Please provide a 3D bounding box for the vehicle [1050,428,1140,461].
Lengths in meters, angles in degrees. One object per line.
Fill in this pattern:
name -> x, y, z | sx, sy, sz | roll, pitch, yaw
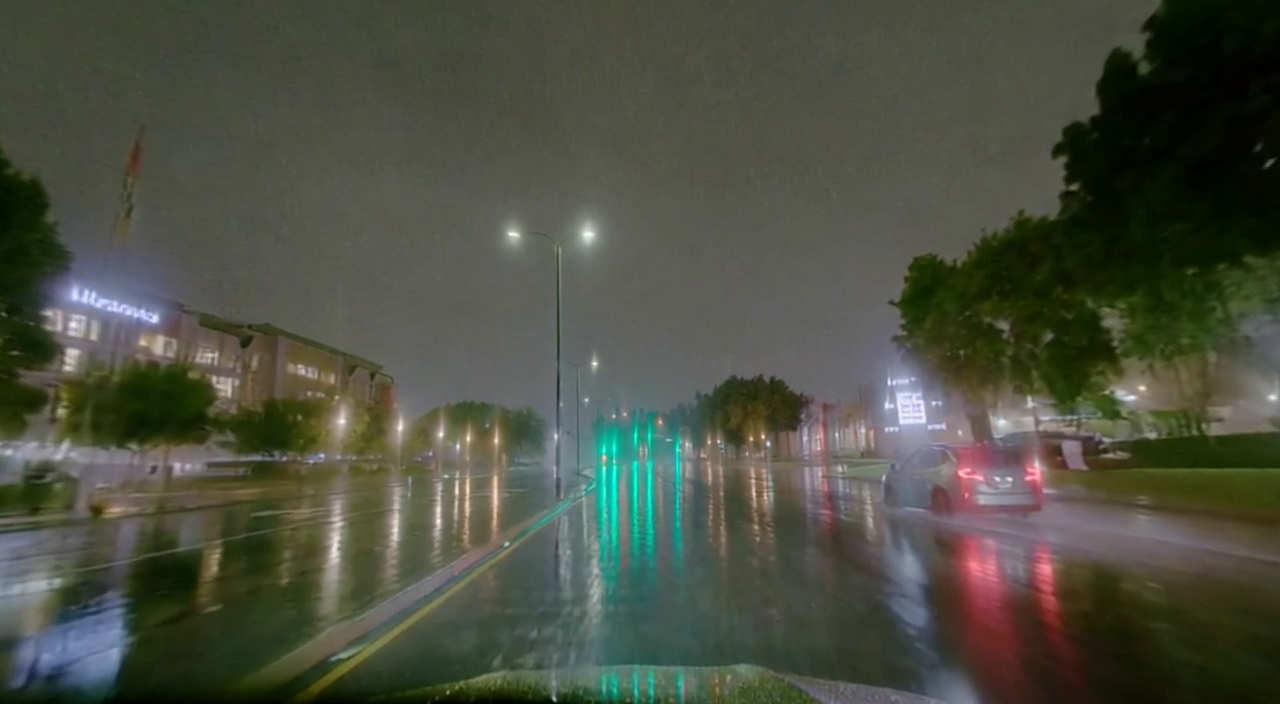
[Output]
vehicle -> 28.918, 5.846, 40.370 | 2.149, 1.871, 4.506 | -1, -6, -4

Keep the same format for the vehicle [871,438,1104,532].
vehicle -> 6.616, 2.563, 12.839 | 1.913, 1.504, 4.738 | 0, -9, -2
